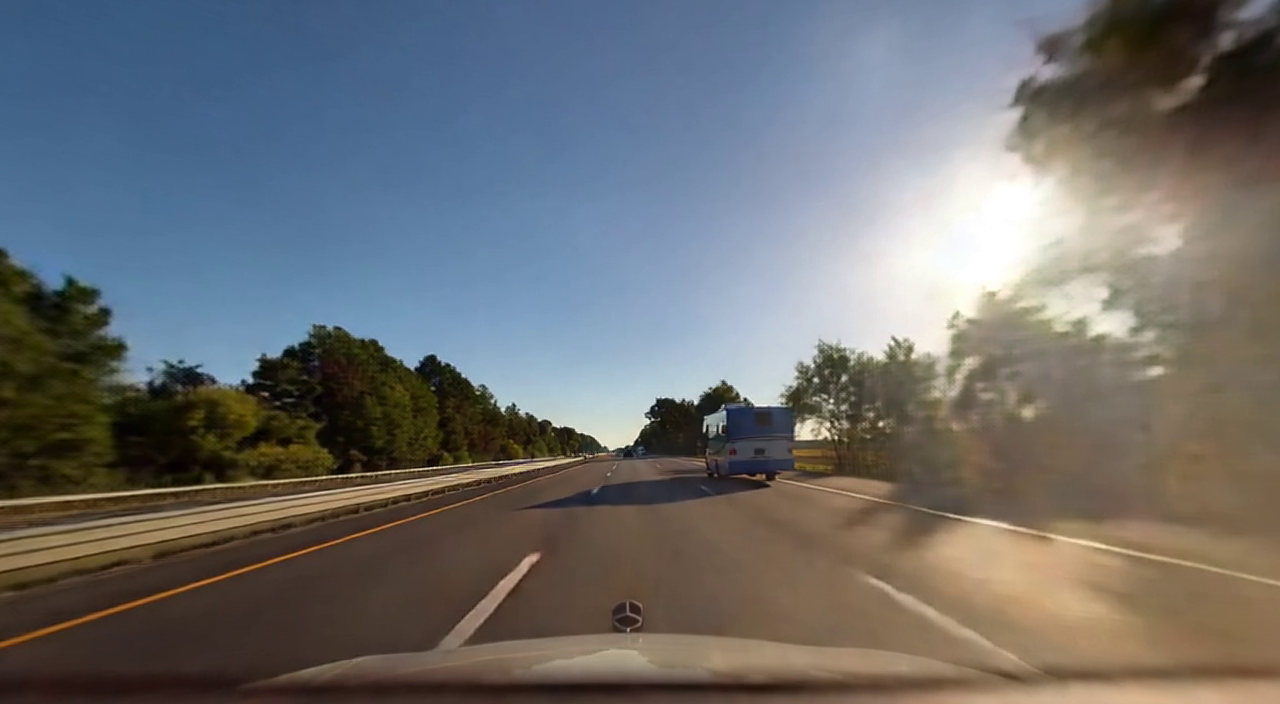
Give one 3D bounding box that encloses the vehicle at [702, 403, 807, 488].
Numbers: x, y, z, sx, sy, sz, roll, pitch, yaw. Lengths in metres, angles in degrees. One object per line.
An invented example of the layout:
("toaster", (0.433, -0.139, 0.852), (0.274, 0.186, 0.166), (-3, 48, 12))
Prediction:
("vehicle", (4.058, 3.548, 23.788), (2.556, 2.763, 6.287), (0, -9, -2))
